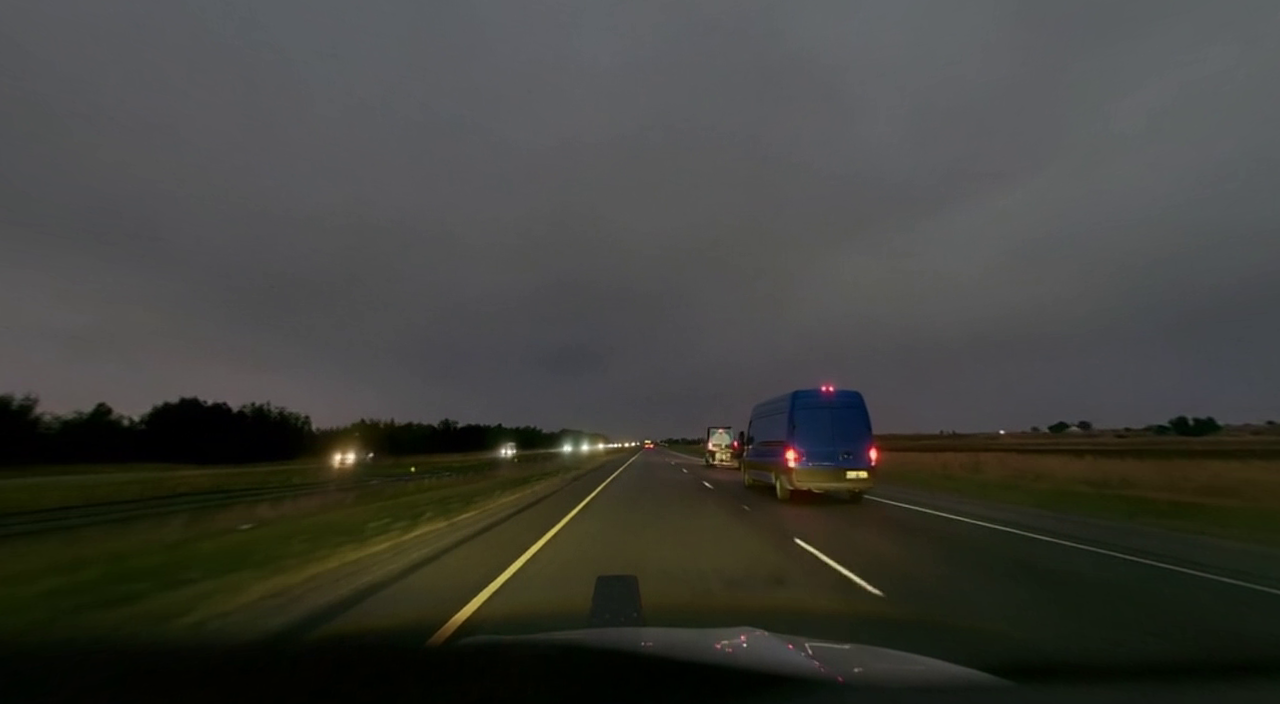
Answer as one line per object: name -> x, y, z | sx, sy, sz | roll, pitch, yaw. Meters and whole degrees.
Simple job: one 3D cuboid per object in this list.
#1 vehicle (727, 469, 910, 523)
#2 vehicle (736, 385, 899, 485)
vehicle -> 4.006, 3.456, 15.773 | 2.702, 0.824, 6.391 | 0, -8, -1
vehicle -> 4.077, 2.127, 15.816 | 2.444, 2.053, 5.616 | 0, -9, 0
